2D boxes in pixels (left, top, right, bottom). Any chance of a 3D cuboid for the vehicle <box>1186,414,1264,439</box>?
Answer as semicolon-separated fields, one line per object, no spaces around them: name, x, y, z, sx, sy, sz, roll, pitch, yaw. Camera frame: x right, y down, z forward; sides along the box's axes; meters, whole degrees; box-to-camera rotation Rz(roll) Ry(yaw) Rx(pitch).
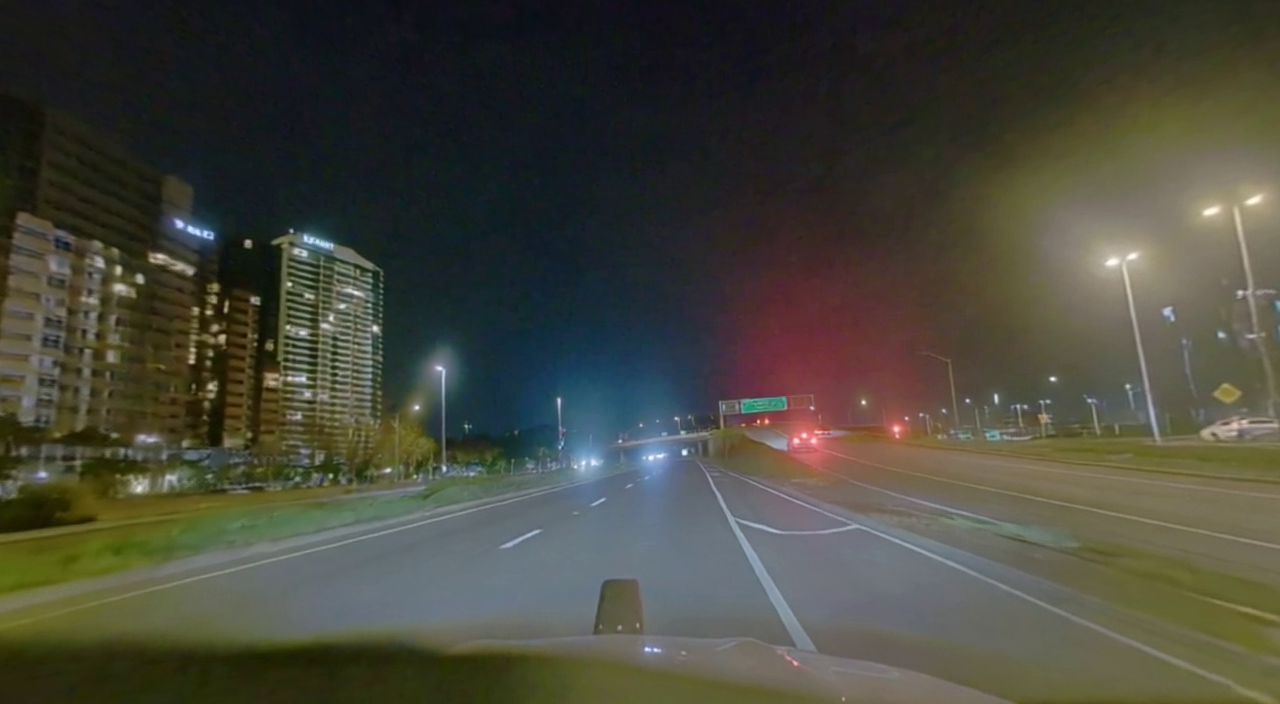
vehicle;43.829;5.611;47.450;1.744;1.705;4.514;-2;-8;5

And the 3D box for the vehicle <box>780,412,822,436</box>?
vehicle;11.329;5.164;44.755;2.048;1.516;3.874;-1;-8;2

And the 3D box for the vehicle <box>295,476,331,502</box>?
vehicle;-22.851;9.550;44.228;2.105;1.469;4.514;3;-9;-26
